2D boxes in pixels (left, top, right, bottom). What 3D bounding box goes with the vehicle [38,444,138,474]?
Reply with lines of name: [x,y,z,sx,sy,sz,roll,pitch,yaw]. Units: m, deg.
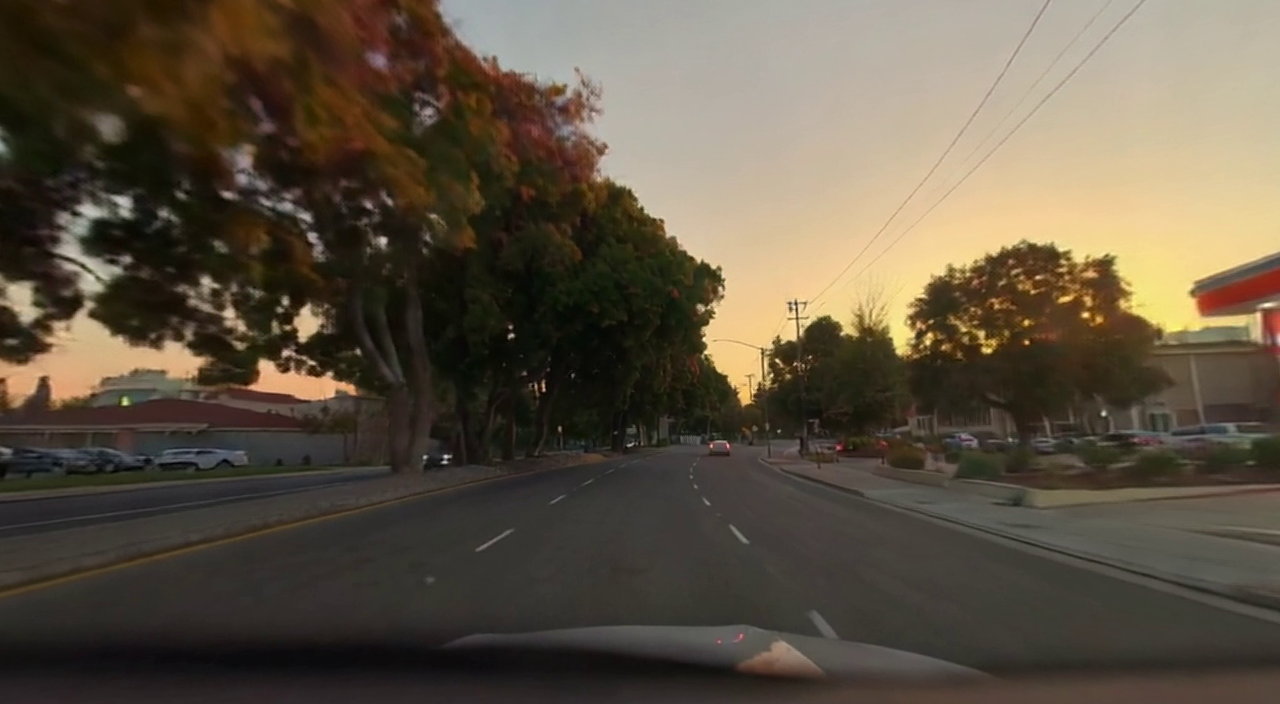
vehicle: [-33.184,6.450,38.181,2.051,1.639,4.354,-1,-9,0]

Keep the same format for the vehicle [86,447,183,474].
vehicle: [-30.485,6.535,38.305,1.884,1.490,4.627,0,-9,2]
